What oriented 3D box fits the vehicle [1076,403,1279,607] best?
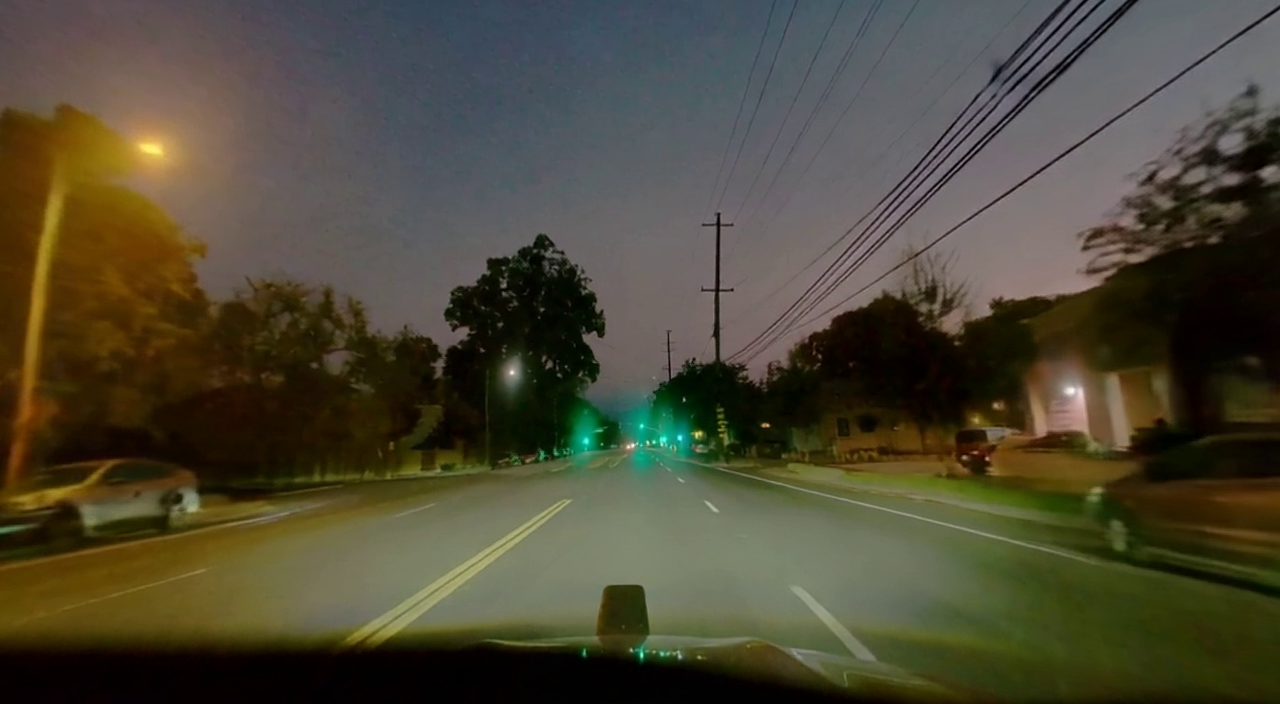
[{"bbox_3d":[6.601,1.323,5.478,2.194,1.741,4.800,0,-8,1],"label":"vehicle"}]

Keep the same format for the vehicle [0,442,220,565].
[{"bbox_3d":[-10.495,2.730,12.107,1.984,1.762,4.266,-3,-6,0],"label":"vehicle"}]

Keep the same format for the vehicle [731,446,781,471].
[{"bbox_3d":[7.077,6.546,38.934,2.070,1.428,4.636,0,-8,-1],"label":"vehicle"}]

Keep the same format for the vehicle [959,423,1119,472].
[{"bbox_3d":[14.466,3.496,23.056,4.479,1.671,1.913,0,-8,1],"label":"vehicle"}]

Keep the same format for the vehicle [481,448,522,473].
[{"bbox_3d":[-10.060,7.904,46.097,1.965,1.675,4.577,0,-8,0],"label":"vehicle"}]
